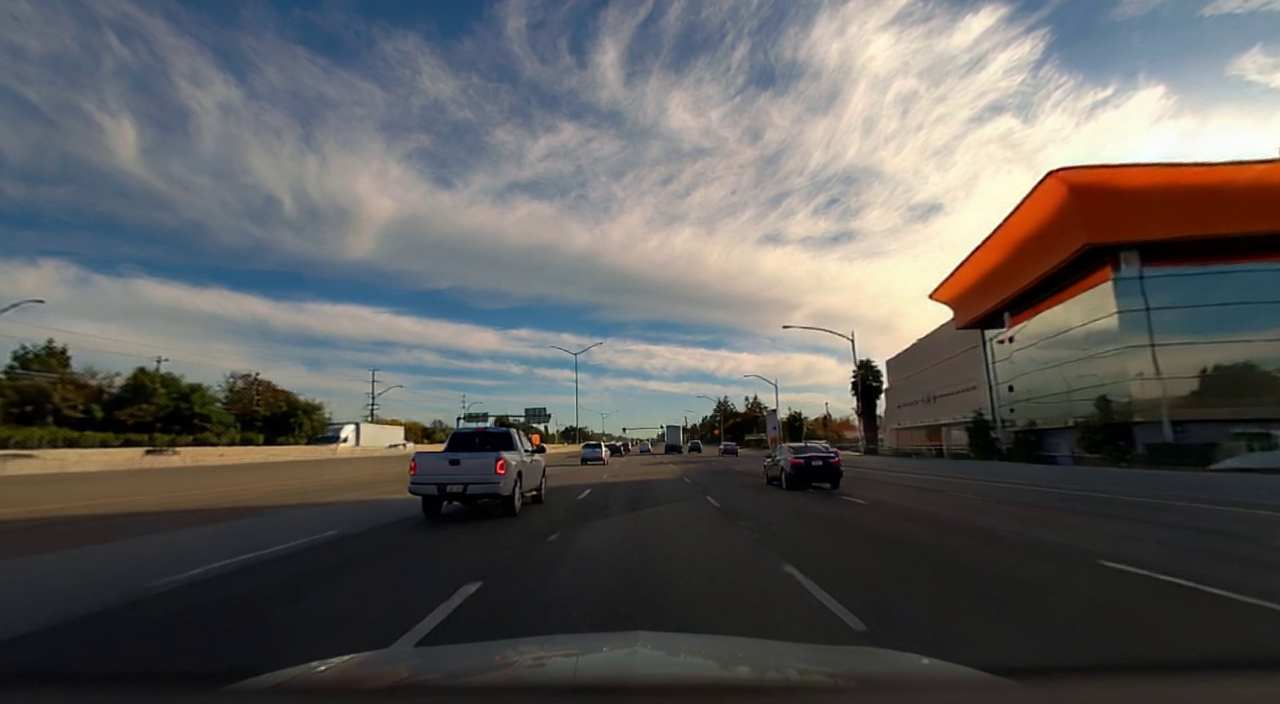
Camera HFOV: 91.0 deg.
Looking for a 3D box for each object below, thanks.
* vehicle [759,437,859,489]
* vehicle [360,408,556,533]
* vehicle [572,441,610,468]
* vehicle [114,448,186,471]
[{"bbox_3d":[5.382,3.603,20.691,1.980,1.501,4.433,1,-9,-1],"label":"vehicle"},{"bbox_3d":[-2.981,2.086,11.586,2.130,1.799,4.583,0,-9,1],"label":"vehicle"},{"bbox_3d":[-2.892,6.138,37.772,1.929,1.521,4.097,0,-9,1],"label":"vehicle"},{"bbox_3d":[-34.954,7.660,45.021,1.774,1.527,3.995,0,-9,3],"label":"vehicle"}]
